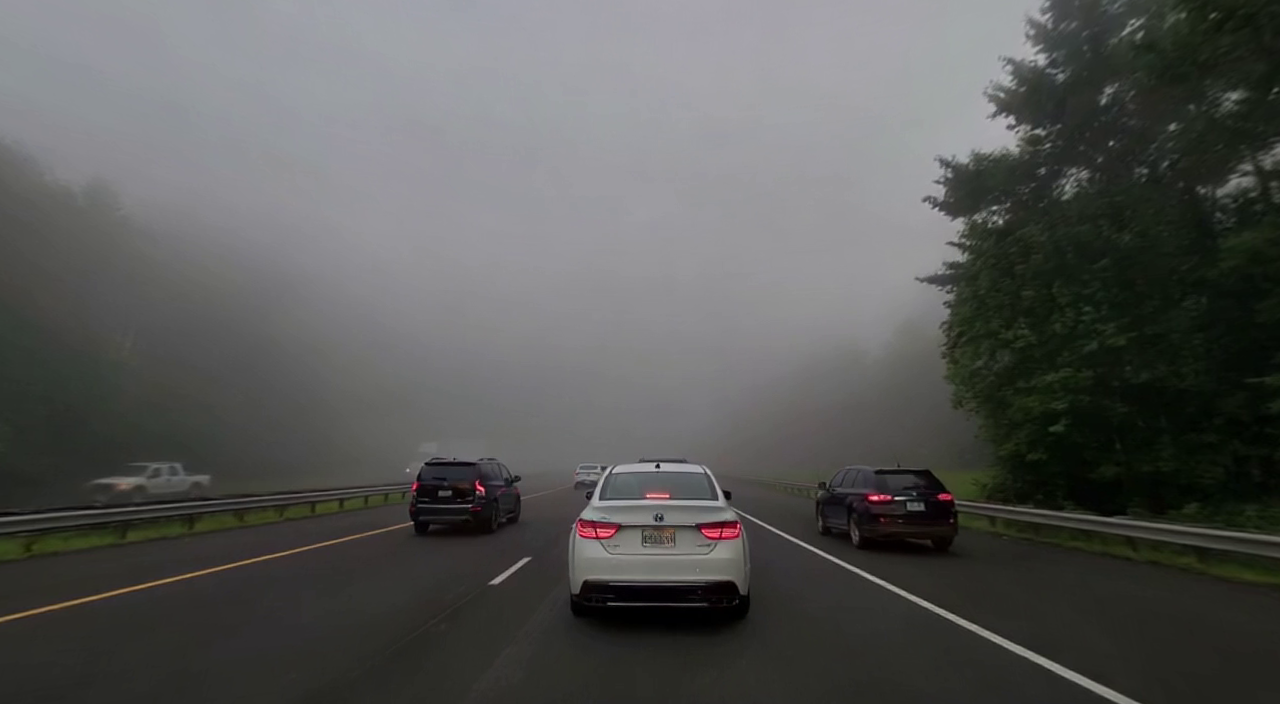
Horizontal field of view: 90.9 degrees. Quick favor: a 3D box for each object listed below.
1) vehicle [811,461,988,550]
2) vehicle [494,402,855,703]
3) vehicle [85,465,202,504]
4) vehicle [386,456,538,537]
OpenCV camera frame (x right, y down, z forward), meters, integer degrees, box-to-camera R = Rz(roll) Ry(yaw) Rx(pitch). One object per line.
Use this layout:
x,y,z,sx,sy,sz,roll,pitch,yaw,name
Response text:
4.997,3.015,12.871,1.978,1.472,4.022,0,-11,1,vehicle
0.177,1.550,5.768,2.057,1.725,4.126,1,-11,-1,vehicle
-24.095,6.416,30.826,1.999,1.733,4.392,0,-11,1,vehicle
-3.778,3.206,14.409,1.960,1.502,4.593,0,-11,2,vehicle
